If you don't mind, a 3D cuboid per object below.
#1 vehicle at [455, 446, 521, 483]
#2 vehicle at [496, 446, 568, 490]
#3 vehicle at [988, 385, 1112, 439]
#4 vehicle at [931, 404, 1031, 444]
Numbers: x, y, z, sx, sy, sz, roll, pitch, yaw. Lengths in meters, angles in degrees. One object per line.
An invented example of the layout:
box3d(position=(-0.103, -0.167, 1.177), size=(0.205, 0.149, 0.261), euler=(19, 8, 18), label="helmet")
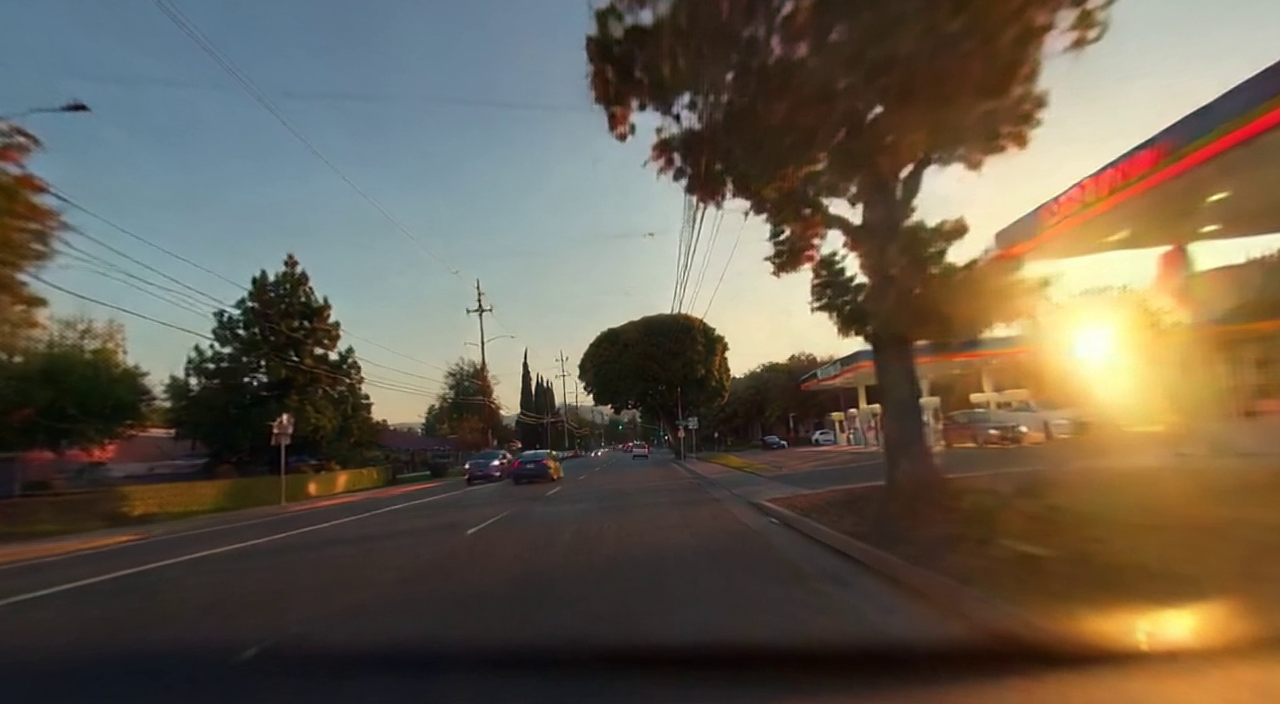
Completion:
box3d(position=(-9.012, 6.705, 38.024), size=(2.256, 1.772, 5.738), euler=(-7, -9, 2), label="vehicle")
box3d(position=(-3.943, 4.310, 23.872), size=(1.943, 1.455, 4.414), euler=(0, -8, 0), label="vehicle")
box3d(position=(17.431, 2.669, 27.201), size=(2.014, 2.048, 4.717), euler=(0, -8, -2), label="vehicle")
box3d(position=(14.359, 3.113, 26.880), size=(1.835, 1.549, 4.178), euler=(0, -8, -1), label="vehicle")
